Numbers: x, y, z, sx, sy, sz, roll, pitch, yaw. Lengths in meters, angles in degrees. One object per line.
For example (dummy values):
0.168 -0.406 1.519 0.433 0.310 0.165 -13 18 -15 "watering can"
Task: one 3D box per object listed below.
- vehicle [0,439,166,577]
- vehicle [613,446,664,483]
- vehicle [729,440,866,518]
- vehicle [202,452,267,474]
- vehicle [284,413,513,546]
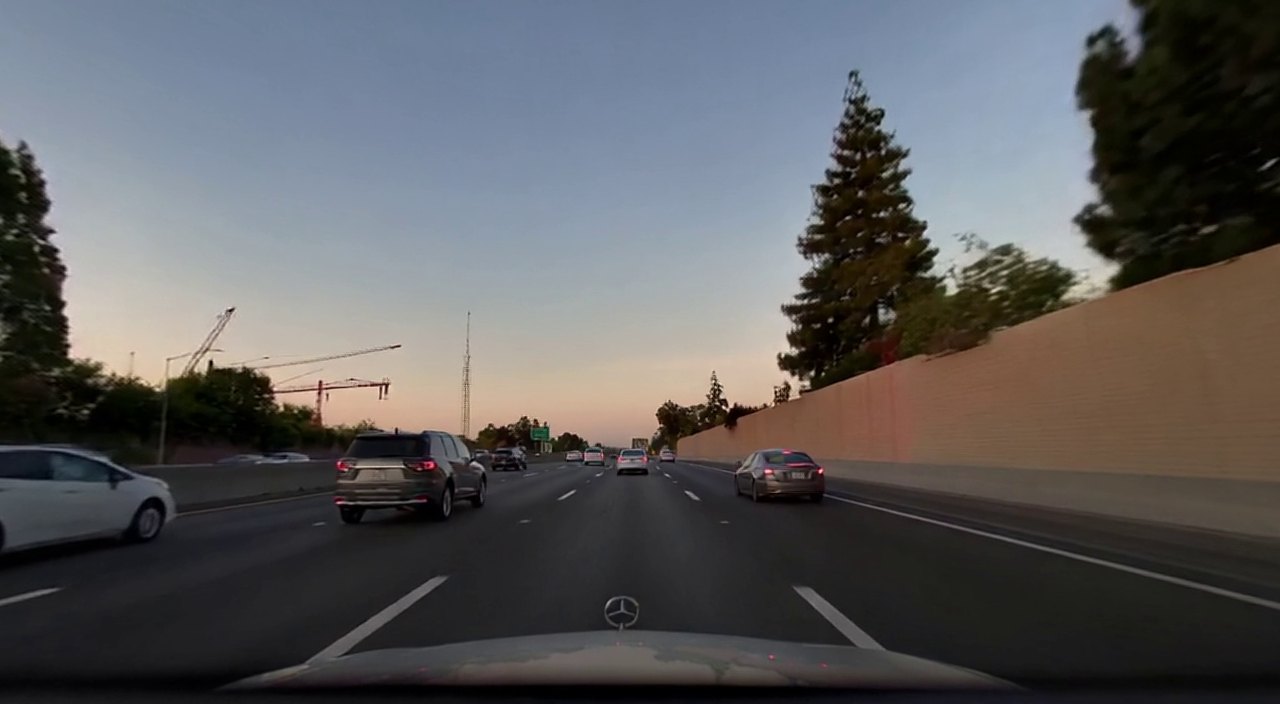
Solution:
-7.847 1.702 6.937 1.908 1.476 4.342 0 -9 0 "vehicle"
-0.101 4.831 27.431 2.045 1.452 4.040 0 -9 -1 "vehicle"
3.442 2.845 14.773 1.917 1.507 4.540 0 -9 -2 "vehicle"
-31.479 8.606 49.220 1.940 1.670 4.764 0 -9 0 "vehicle"
-3.681 2.041 10.715 2.121 1.775 4.335 0 -9 0 "vehicle"
